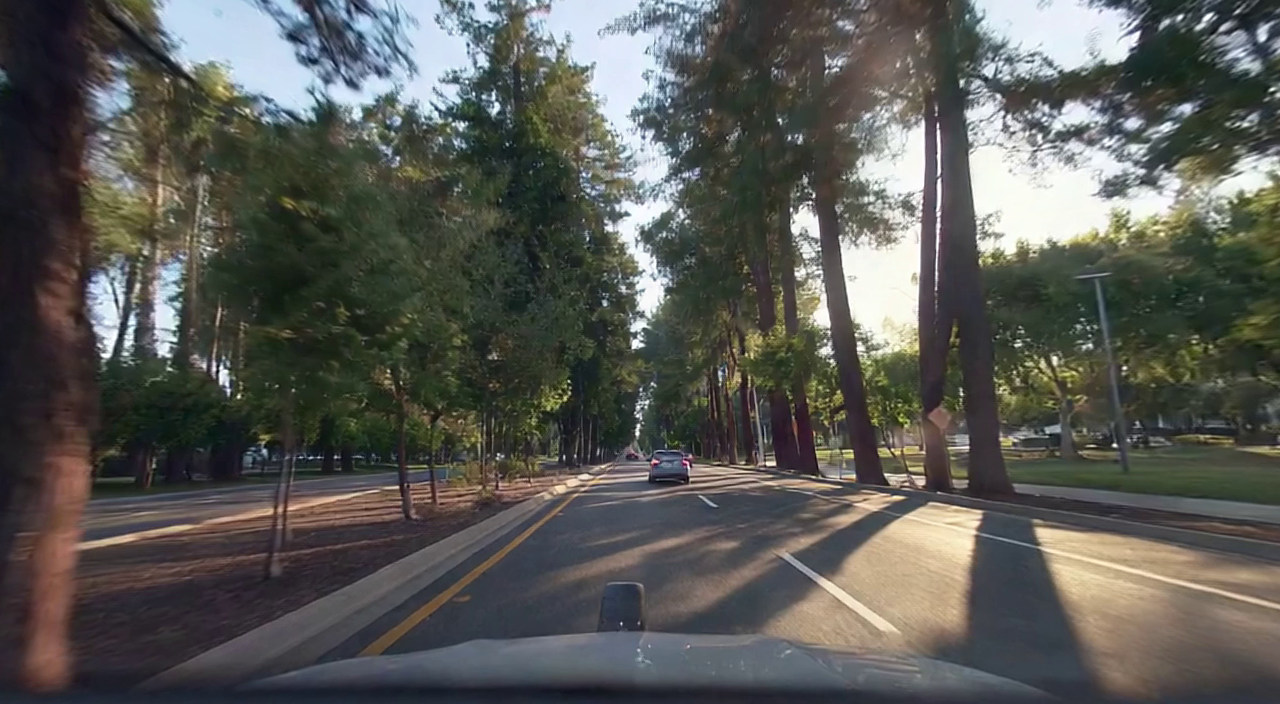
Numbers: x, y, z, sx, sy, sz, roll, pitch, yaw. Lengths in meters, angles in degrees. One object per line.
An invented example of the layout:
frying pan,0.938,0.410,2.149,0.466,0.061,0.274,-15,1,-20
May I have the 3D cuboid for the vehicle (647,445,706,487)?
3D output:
vehicle,1.432,4.765,26.836,2.048,1.584,4.393,0,-8,-3
